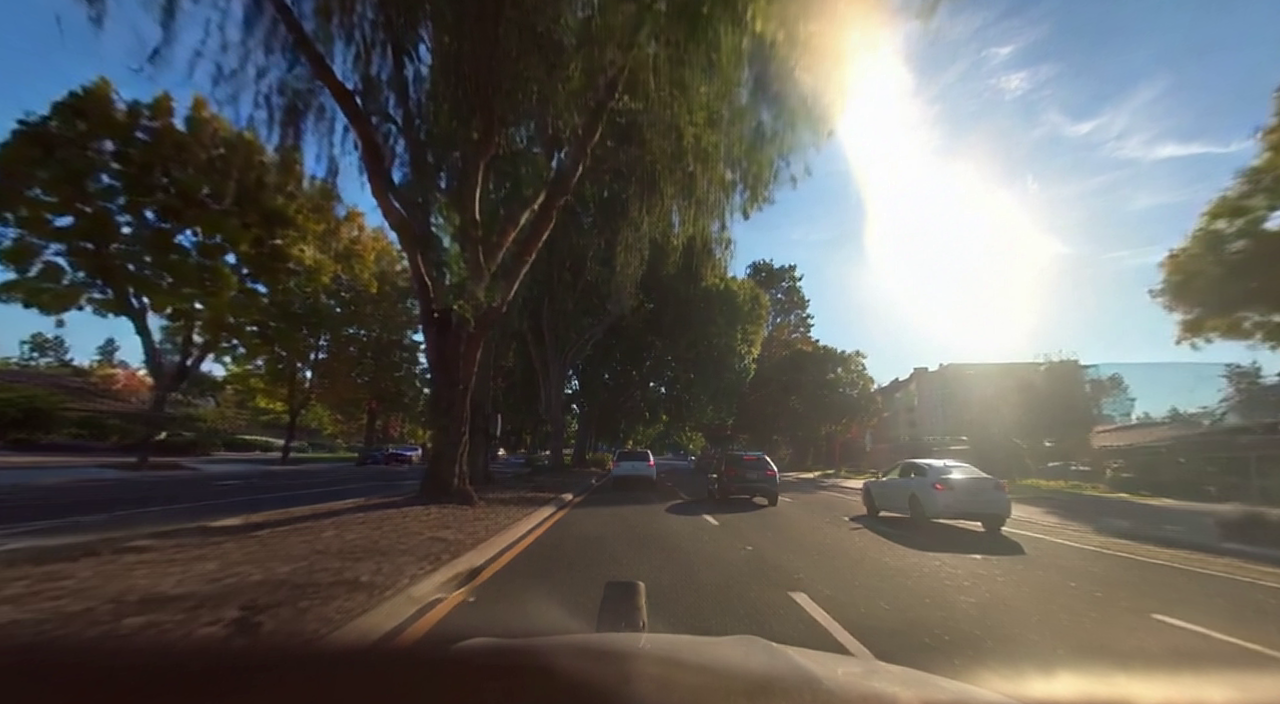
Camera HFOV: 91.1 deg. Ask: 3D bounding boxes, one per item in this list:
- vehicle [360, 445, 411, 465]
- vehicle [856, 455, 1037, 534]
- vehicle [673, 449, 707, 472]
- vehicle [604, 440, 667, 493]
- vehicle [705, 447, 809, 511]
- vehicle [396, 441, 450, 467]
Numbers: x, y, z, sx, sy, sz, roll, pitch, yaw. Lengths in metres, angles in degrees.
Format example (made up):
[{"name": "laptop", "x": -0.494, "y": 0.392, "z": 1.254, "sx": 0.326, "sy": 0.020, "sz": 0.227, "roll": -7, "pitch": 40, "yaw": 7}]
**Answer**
[{"name": "vehicle", "x": -18.961, "y": 7.696, "z": 47.034, "sx": 1.905, "sy": 1.428, "sz": 4.637, "roll": 0, "pitch": -9, "yaw": 0}, {"name": "vehicle", "x": 6.719, "y": 3.131, "z": 14.407, "sx": 1.944, "sy": 1.458, "sz": 4.268, "roll": 0, "pitch": -9, "yaw": 0}, {"name": "vehicle", "x": 3.475, "y": 7.616, "z": 44.287, "sx": 2.012, "sy": 1.462, "sz": 4.163, "roll": 0, "pitch": -9, "yaw": -1}, {"name": "vehicle", "x": -0.145, "y": 3.946, "z": 22.026, "sx": 2.008, "sy": 1.674, "sz": 4.239, "roll": 0, "pitch": -9, "yaw": 0}, {"name": "vehicle", "x": 3.035, "y": 3.356, "z": 17.191, "sx": 1.932, "sy": 1.510, "sz": 4.168, "roll": 0, "pitch": -9, "yaw": -1}, {"name": "vehicle", "x": -15.479, "y": 7.268, "z": 44.979, "sx": 2.100, "sy": 1.708, "sz": 4.567, "roll": 0, "pitch": -9, "yaw": 2}]
